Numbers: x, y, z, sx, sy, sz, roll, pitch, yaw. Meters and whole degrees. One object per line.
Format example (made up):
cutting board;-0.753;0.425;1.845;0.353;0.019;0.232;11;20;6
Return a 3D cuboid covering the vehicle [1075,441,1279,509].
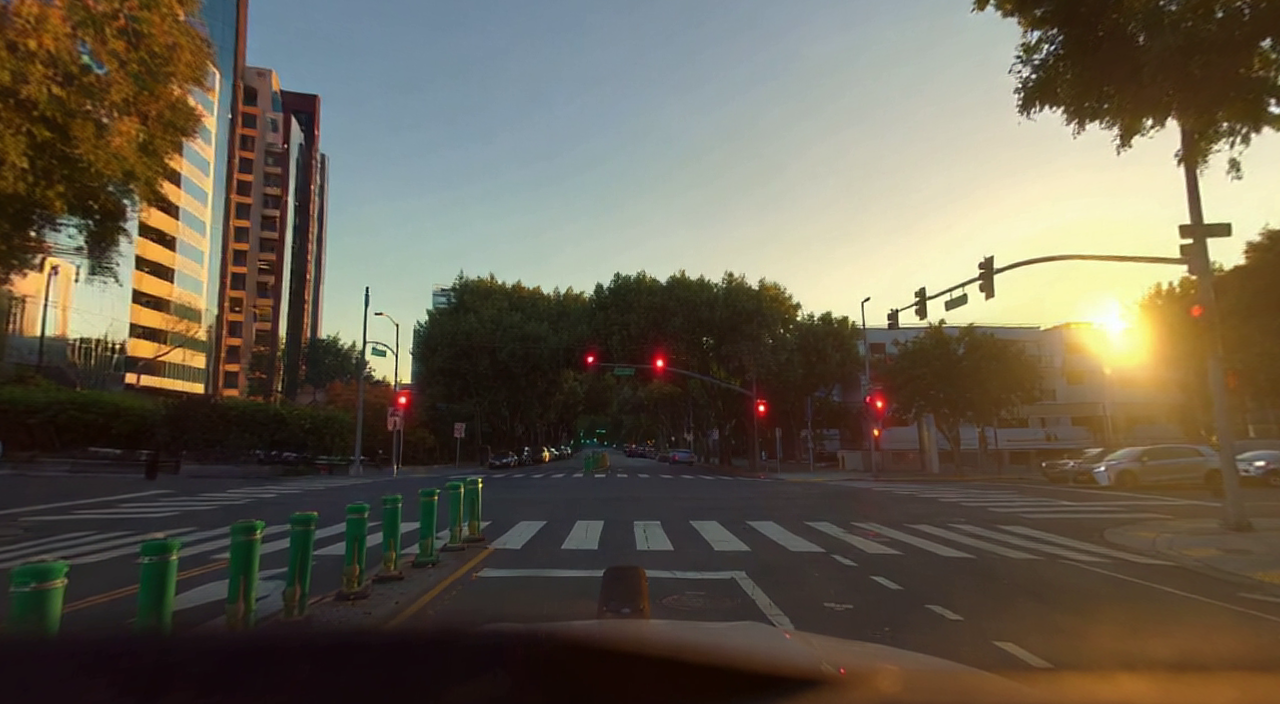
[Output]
vehicle;12.992;2.798;14.566;4.424;1.436;1.804;-1;-8;5
